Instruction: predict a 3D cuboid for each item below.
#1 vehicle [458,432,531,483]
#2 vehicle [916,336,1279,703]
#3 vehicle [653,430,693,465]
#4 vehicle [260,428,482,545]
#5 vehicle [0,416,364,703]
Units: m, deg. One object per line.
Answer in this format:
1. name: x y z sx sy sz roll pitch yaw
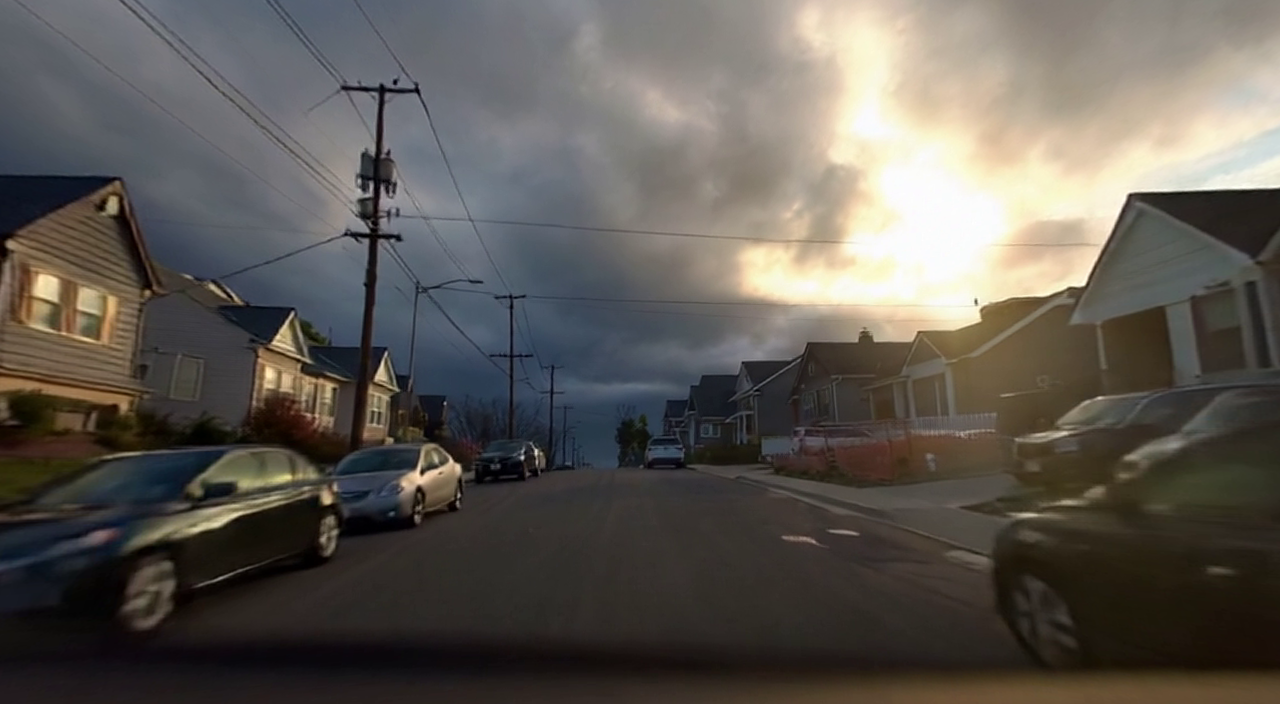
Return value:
1. vehicle: -5.272 3.811 23.335 1.967 1.656 3.924 1 -7 -4
2. vehicle: 3.205 0.784 2.335 1.957 1.644 4.433 1 -8 -6
3. vehicle: 2.176 6.445 42.789 2.343 2.229 4.199 0 -8 -2
4. vehicle: -4.550 2.271 11.736 2.084 1.522 4.925 3 -6 -2
5. vehicle: -4.332 1.455 5.600 1.975 1.513 4.406 -2 -8 -2
